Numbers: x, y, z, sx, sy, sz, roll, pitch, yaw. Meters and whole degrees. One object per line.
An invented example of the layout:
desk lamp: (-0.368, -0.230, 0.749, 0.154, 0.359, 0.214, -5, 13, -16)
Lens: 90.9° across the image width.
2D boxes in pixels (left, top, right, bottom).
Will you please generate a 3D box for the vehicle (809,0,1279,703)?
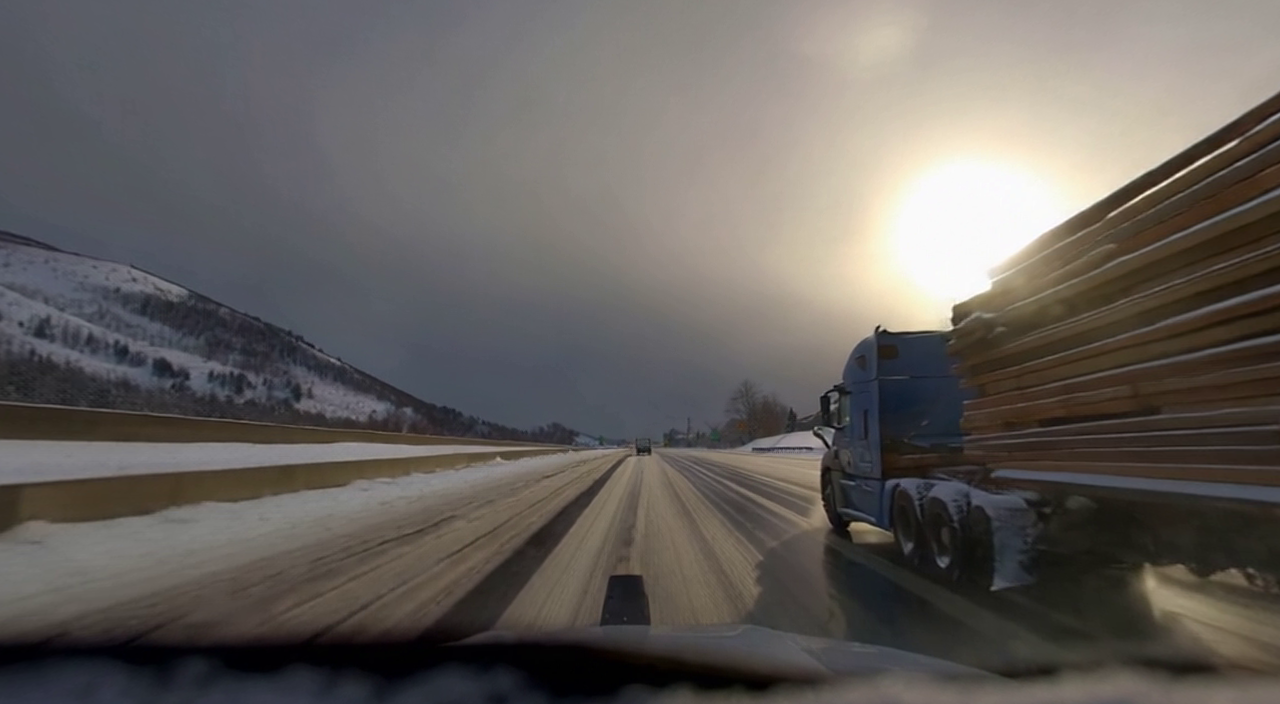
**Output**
vehicle: (3.935, 0.326, 2.995, 3.326, 3.089, 10.642, -1, -8, 0)
